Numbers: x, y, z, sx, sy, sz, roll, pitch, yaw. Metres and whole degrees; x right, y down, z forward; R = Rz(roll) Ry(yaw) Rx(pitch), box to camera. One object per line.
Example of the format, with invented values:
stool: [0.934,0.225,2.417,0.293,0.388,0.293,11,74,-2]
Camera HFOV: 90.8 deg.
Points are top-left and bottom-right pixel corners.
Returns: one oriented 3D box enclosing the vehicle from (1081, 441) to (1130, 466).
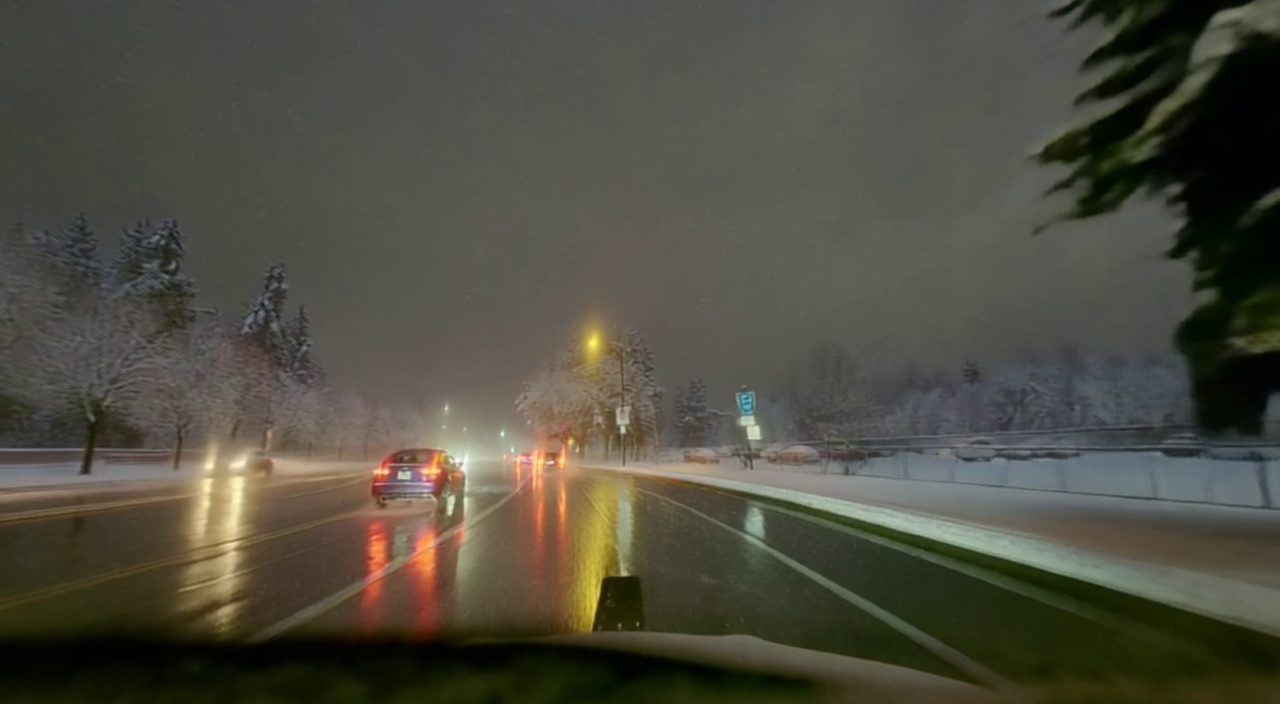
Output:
vehicle: [28.844,6.262,39.259,2.027,1.455,3.838,-5,-10,31]

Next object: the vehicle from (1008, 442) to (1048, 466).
vehicle: [25.496,6.688,41.653,1.863,1.456,4.250,-4,-9,27]

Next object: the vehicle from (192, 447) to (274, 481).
vehicle: [-23.937,6.578,37.436,2.214,1.844,4.822,1,-9,-9]

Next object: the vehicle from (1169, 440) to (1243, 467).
vehicle: [32.847,5.879,36.806,1.904,1.432,4.640,-4,-9,25]

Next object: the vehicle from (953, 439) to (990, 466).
vehicle: [23.022,6.919,43.734,1.942,1.726,5.194,-5,-10,29]

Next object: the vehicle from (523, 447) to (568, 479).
vehicle: [-4.871,5.698,32.723,2.147,1.474,4.083,1,-9,-8]

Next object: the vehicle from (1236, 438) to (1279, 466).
vehicle: [35.513,5.558,35.169,2.095,1.470,4.336,-4,-9,26]

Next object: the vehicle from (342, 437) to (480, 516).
vehicle: [-5.548,3.040,16.017,2.105,1.676,4.541,1,-8,-5]

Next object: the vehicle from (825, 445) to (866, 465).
vehicle: [15.896,7.939,48.741,1.934,1.423,4.008,-6,-11,34]
